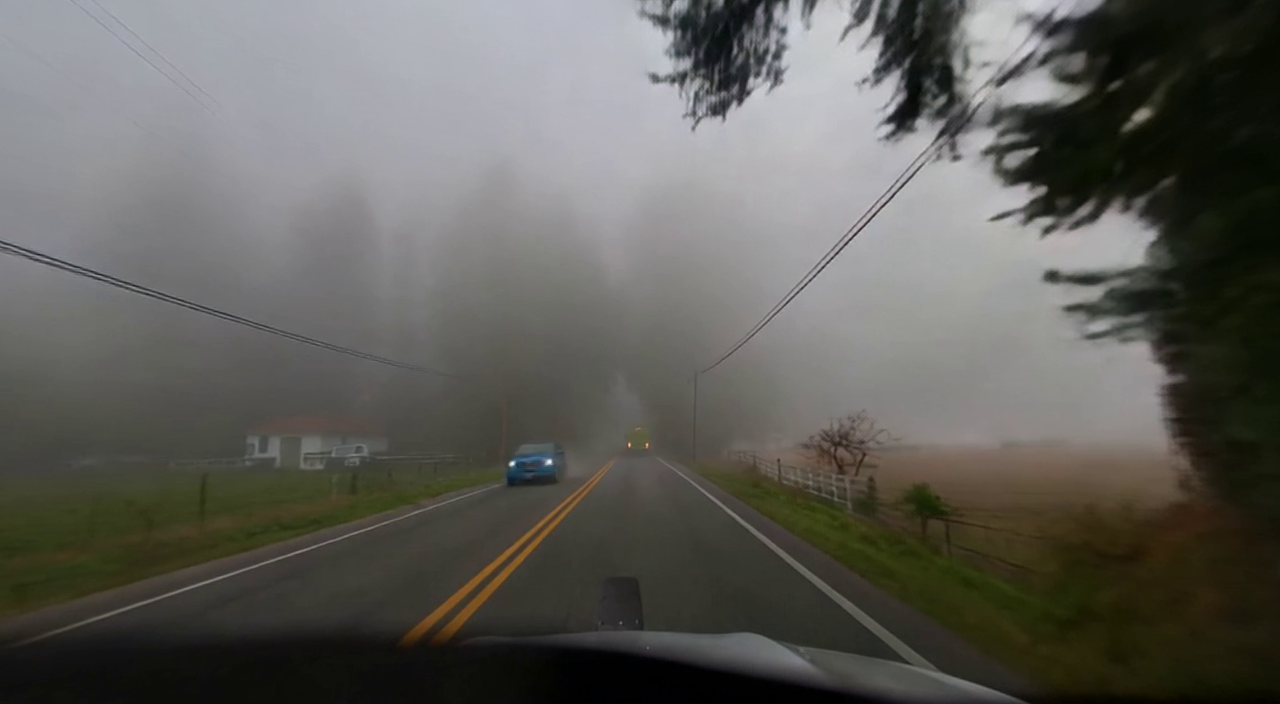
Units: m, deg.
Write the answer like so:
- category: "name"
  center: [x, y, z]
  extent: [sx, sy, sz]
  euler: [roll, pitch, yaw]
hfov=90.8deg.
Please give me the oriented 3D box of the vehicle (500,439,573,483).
- category: "vehicle"
  center: [-3.852, 4.135, 24.303]
  extent: [2.021, 1.491, 4.519]
  euler: [0, -8, 0]
